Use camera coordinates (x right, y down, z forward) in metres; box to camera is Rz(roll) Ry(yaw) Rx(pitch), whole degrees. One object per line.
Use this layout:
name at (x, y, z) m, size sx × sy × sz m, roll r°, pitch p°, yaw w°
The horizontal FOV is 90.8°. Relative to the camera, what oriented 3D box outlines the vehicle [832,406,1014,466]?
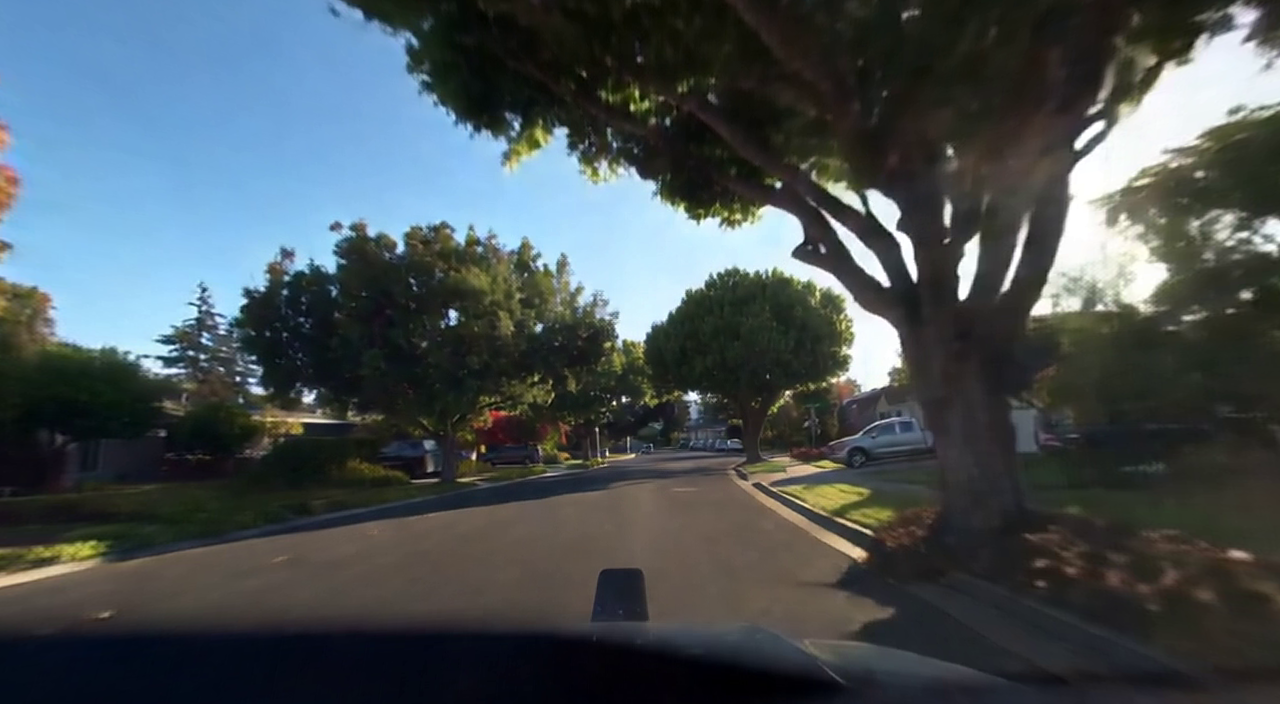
vehicle at (11.098, 3.383, 25.331) m, size 6.053 × 2.240 × 2.582 m, roll -1°, pitch -9°, yaw 6°
